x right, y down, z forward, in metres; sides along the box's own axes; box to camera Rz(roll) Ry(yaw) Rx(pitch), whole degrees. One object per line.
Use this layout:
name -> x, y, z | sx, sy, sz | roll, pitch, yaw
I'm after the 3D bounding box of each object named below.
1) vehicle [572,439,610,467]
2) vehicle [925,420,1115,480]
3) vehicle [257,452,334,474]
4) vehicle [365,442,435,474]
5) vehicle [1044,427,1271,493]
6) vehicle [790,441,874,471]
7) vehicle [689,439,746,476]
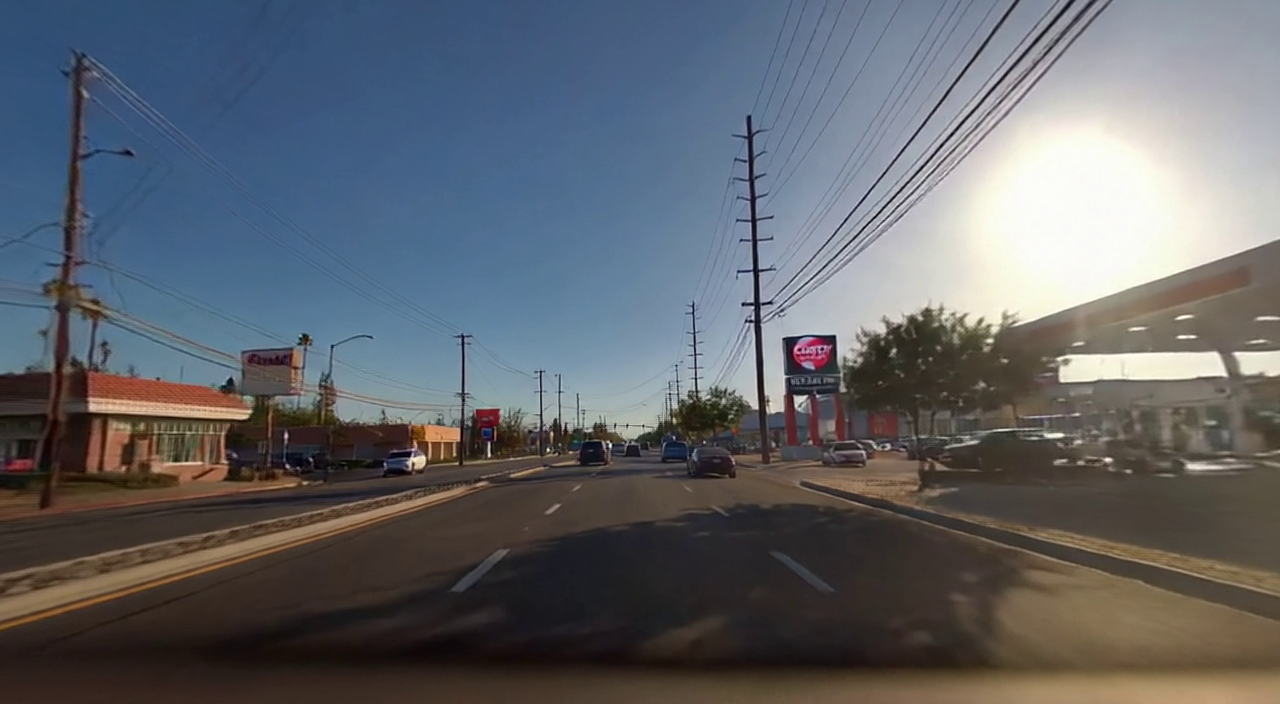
vehicle -> -3.093, 6.461, 40.450 | 2.047, 1.664, 4.148 | 0, -9, 1
vehicle -> 12.243, 3.187, 20.542 | 4.832, 1.813, 2.170 | 1, -9, -5
vehicle -> -26.460, 8.537, 48.476 | 4.739, 1.607, 2.045 | -1, -9, 5
vehicle -> -16.143, 7.143, 42.154 | 2.358, 1.904, 5.603 | 8, -14, -42
vehicle -> 13.002, 2.704, 16.008 | 4.126, 1.523, 2.063 | 1, -9, -8
vehicle -> 11.141, 6.033, 36.731 | 4.144, 1.540, 1.913 | -1, -7, -7
vehicle -> 3.437, 4.767, 28.672 | 1.978, 1.455, 4.195 | 2, -9, -1
